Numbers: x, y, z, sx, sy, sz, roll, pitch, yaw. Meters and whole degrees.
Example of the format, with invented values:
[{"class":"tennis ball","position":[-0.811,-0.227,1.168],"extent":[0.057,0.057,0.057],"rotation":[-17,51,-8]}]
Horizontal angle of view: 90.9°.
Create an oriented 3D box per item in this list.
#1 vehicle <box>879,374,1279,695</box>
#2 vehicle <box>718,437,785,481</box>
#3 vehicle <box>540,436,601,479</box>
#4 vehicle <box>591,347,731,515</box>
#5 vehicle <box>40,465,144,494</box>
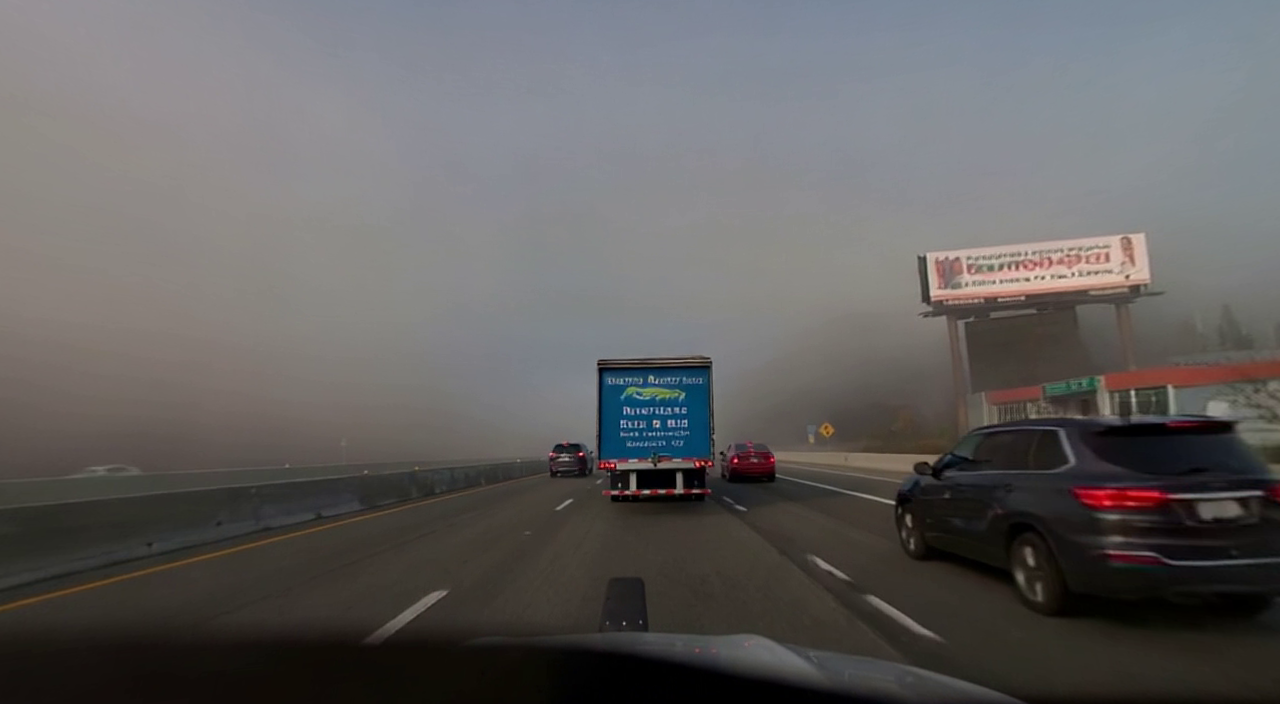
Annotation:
[{"class":"vehicle","position":[3.981,1.286,5.617],"extent":[1.986,1.718,4.296],"rotation":[0,-8,0]},{"class":"vehicle","position":[4.568,4.448,26.537],"extent":[2.066,1.692,4.339],"rotation":[0,-8,0]},{"class":"vehicle","position":[-3.009,4.693,28.318],"extent":[2.030,1.757,4.509],"rotation":[-1,-8,2]},{"class":"vehicle","position":[0.481,2.162,16.747],"extent":[2.733,3.296,8.571],"rotation":[0,-8,1]},{"class":"vehicle","position":[-32.757,7.590,37.868],"extent":[1.822,1.448,4.498],"rotation":[-2,-8,9]}]
